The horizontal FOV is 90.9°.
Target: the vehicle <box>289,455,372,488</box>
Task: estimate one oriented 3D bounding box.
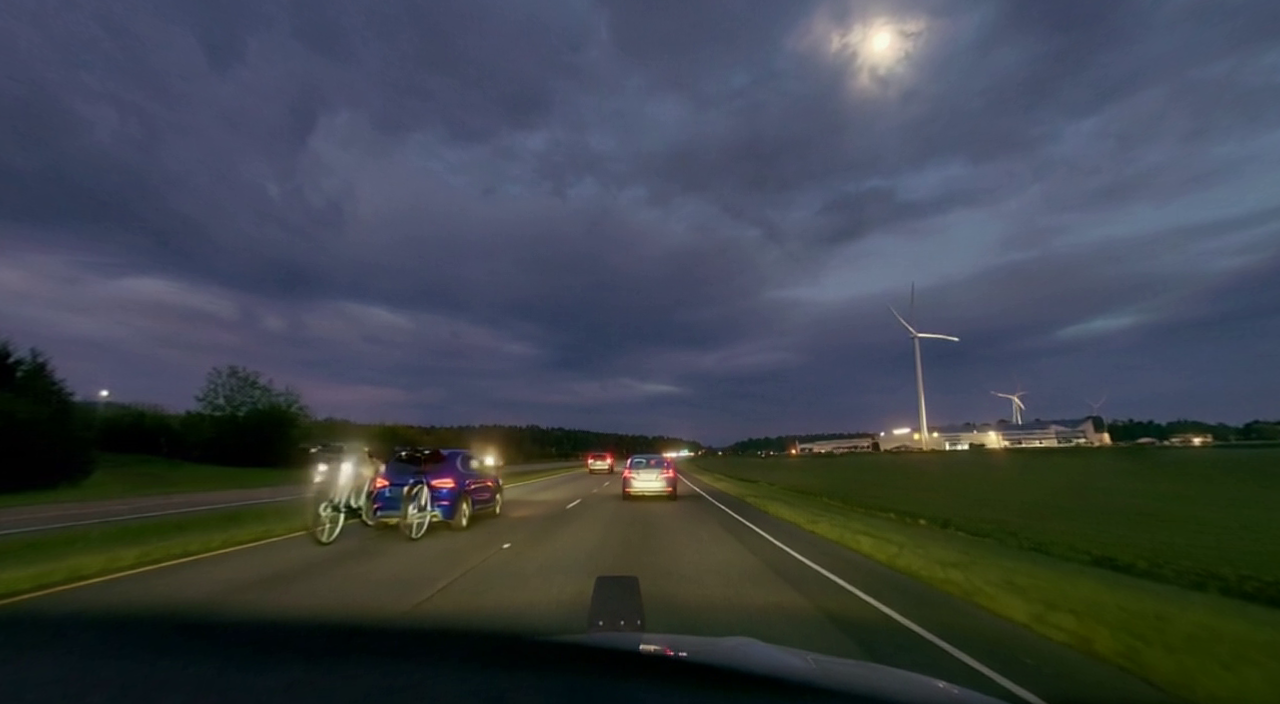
[{"bbox_3d":[-15.761,6.088,32.410,1.922,1.500,4.584,0,-9,0],"label":"vehicle"}]

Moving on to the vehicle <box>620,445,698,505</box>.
[{"bbox_3d":[0.517,3.609,18.899,2.063,1.582,3.955,0,-9,0],"label":"vehicle"}]

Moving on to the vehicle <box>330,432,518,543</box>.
[{"bbox_3d":[-3.718,2.400,11.766,1.962,1.681,4.033,0,-9,2],"label":"vehicle"}]
